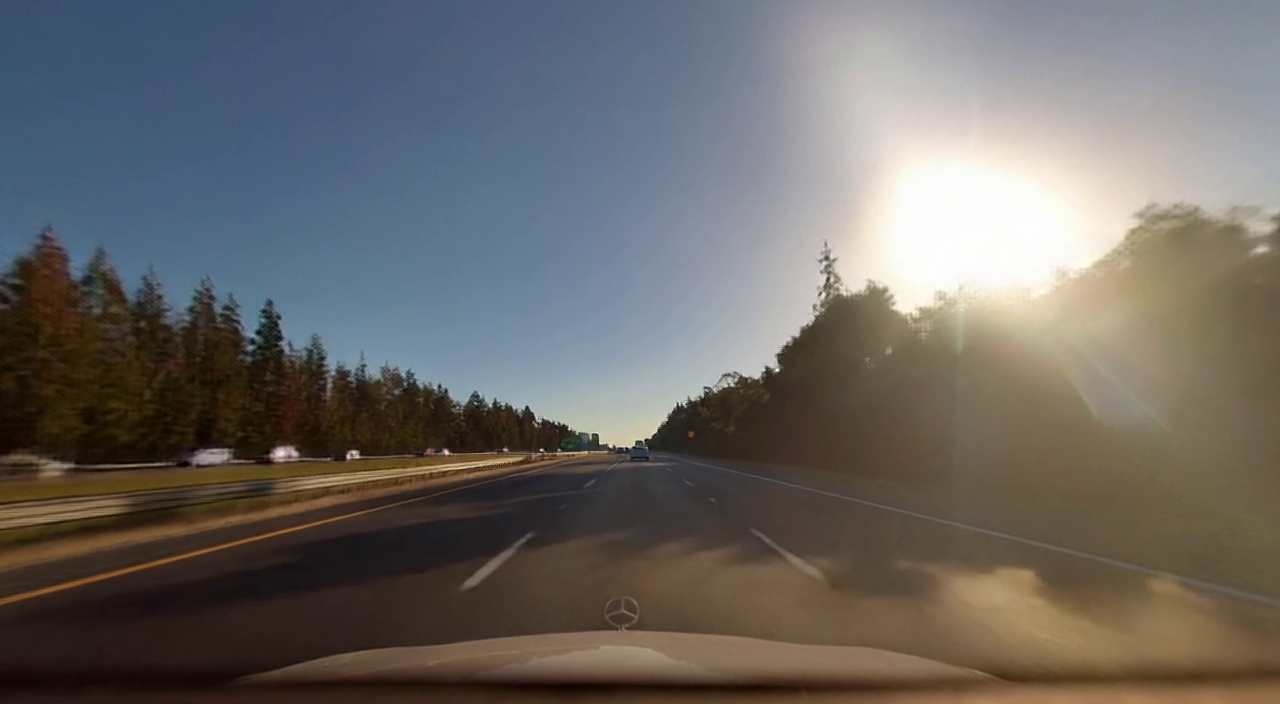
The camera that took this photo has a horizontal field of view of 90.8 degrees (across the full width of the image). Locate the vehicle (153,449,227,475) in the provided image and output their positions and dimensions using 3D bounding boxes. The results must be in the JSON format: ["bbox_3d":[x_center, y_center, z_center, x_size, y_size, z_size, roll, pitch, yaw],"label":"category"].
[{"bbox_3d":[-32.359,7.880,45.613,1.909,1.733,4.545,0,-9,0],"label":"vehicle"}]

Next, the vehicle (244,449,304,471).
[{"bbox_3d":[-28.498,8.386,49.329,1.915,1.618,4.602,0,-9,-1],"label":"vehicle"}]
